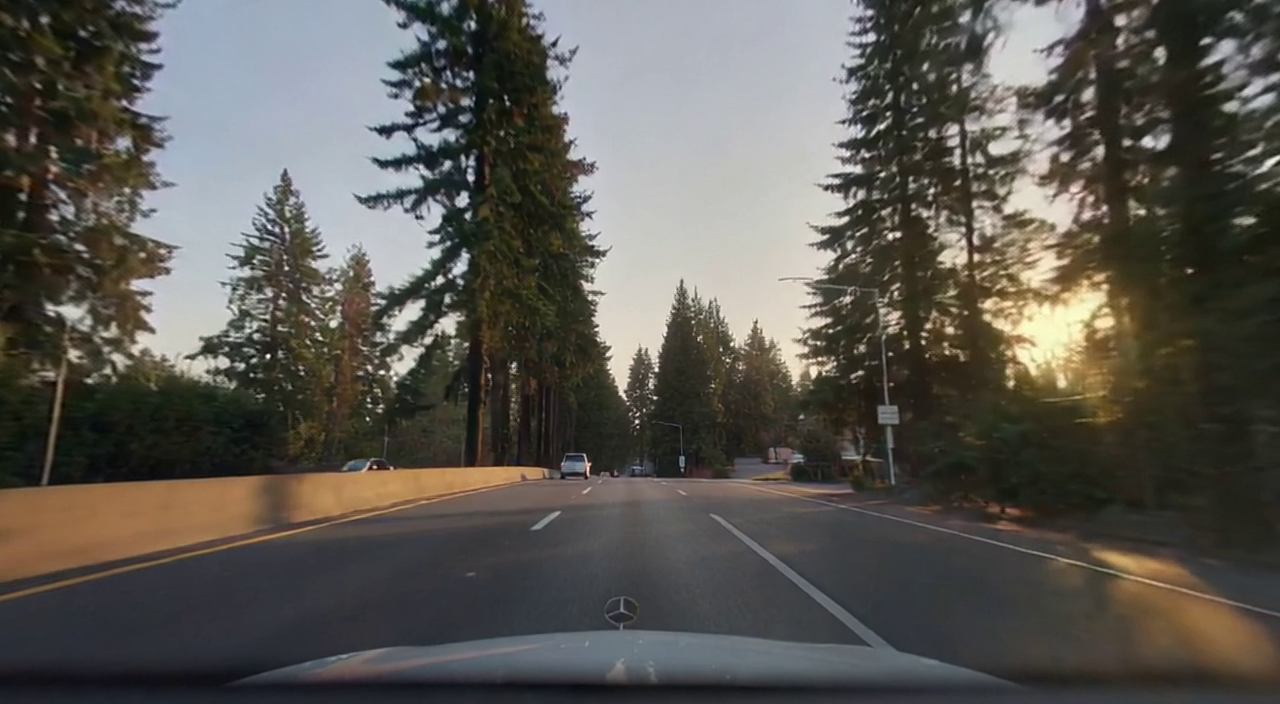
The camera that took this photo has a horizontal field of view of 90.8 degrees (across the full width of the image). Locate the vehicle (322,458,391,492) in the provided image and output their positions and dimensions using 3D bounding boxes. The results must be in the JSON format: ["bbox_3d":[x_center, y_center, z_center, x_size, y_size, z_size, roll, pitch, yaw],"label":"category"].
[{"bbox_3d":[-16.765,7.275,37.668,2.069,1.776,4.803,0,-9,-3],"label":"vehicle"}]

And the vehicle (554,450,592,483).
[{"bbox_3d":[-4.850,8.308,46.290,2.323,2.252,4.808,0,-9,-1],"label":"vehicle"}]
